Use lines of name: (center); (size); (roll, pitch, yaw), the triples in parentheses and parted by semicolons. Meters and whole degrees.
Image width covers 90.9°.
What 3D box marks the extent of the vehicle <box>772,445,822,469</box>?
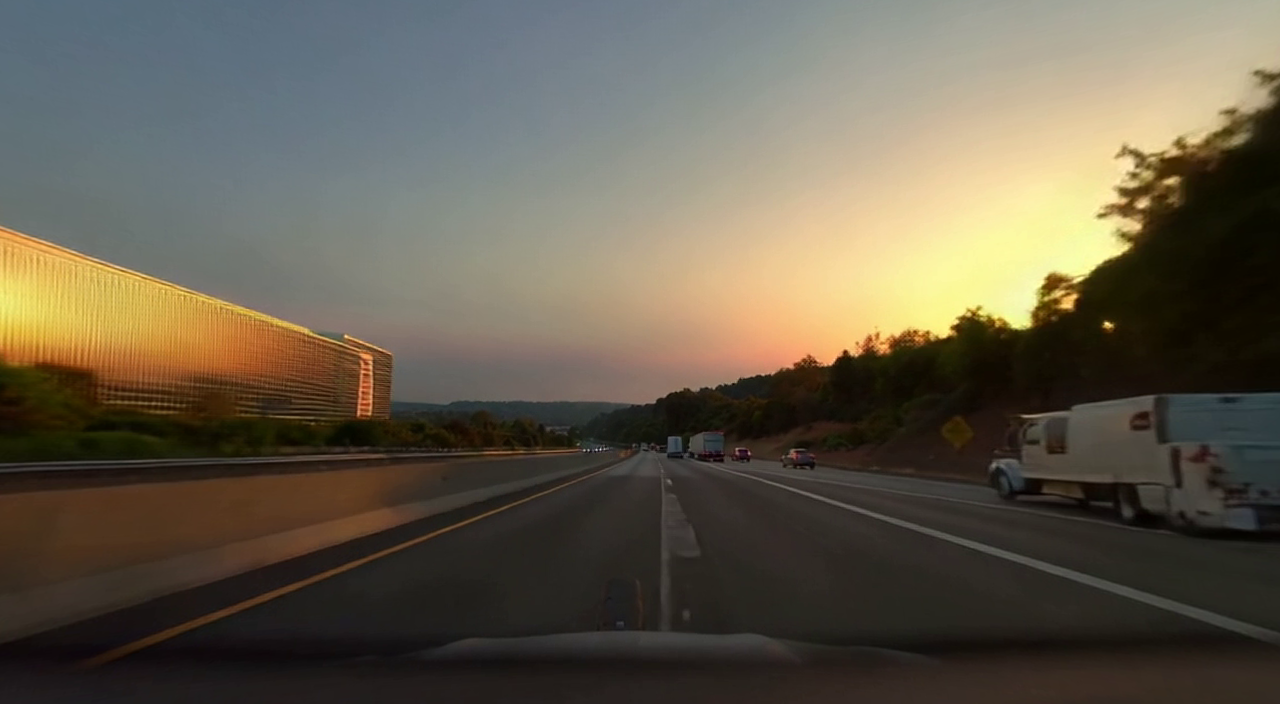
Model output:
vehicle: (11.449, 7.703, 46.300); (2.127, 1.646, 4.926); (1, -9, -4)
